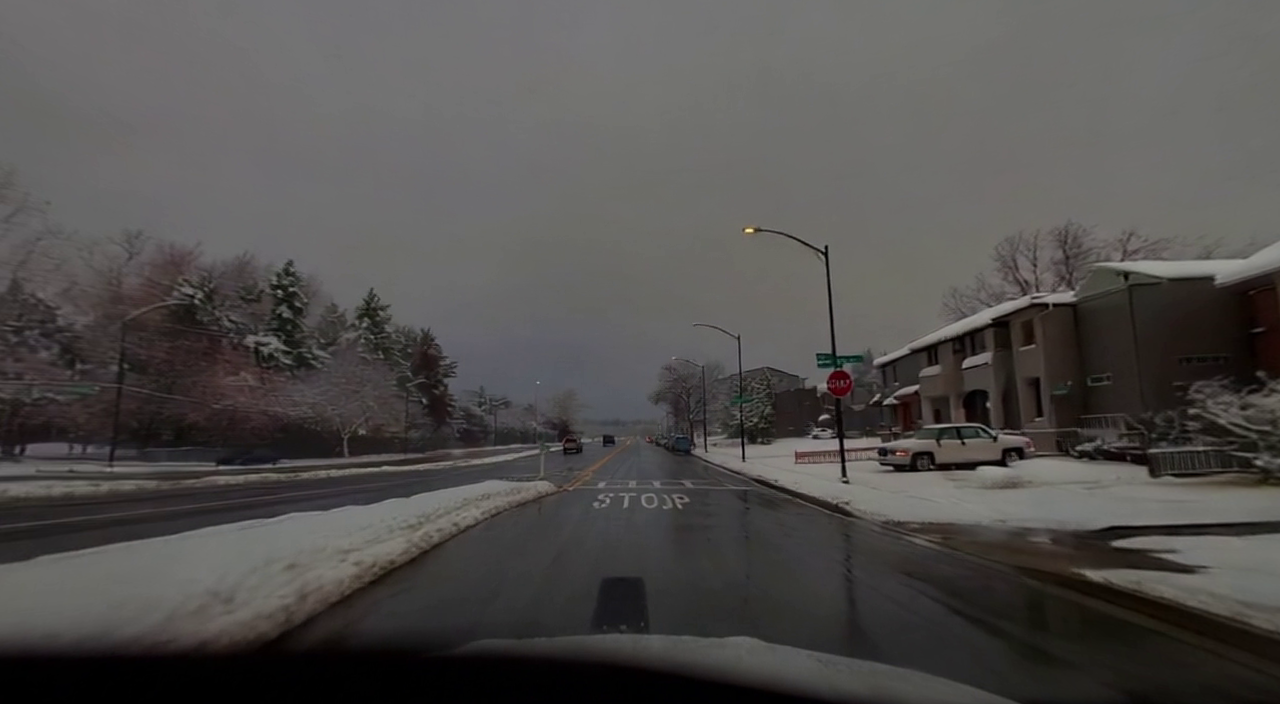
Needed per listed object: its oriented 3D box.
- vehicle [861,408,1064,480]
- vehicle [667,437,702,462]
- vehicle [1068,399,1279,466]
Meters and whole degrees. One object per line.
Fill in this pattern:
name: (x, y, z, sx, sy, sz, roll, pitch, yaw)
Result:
vehicle: (9.529, 2.776, 18.989, 4.823, 1.667, 2.165, -4, -9, 0)
vehicle: (2.835, 6.302, 40.943, 1.990, 1.508, 4.123, 0, -9, 1)
vehicle: (15.895, 2.421, 18.764, 4.730, 1.862, 1.987, 0, -8, 1)
